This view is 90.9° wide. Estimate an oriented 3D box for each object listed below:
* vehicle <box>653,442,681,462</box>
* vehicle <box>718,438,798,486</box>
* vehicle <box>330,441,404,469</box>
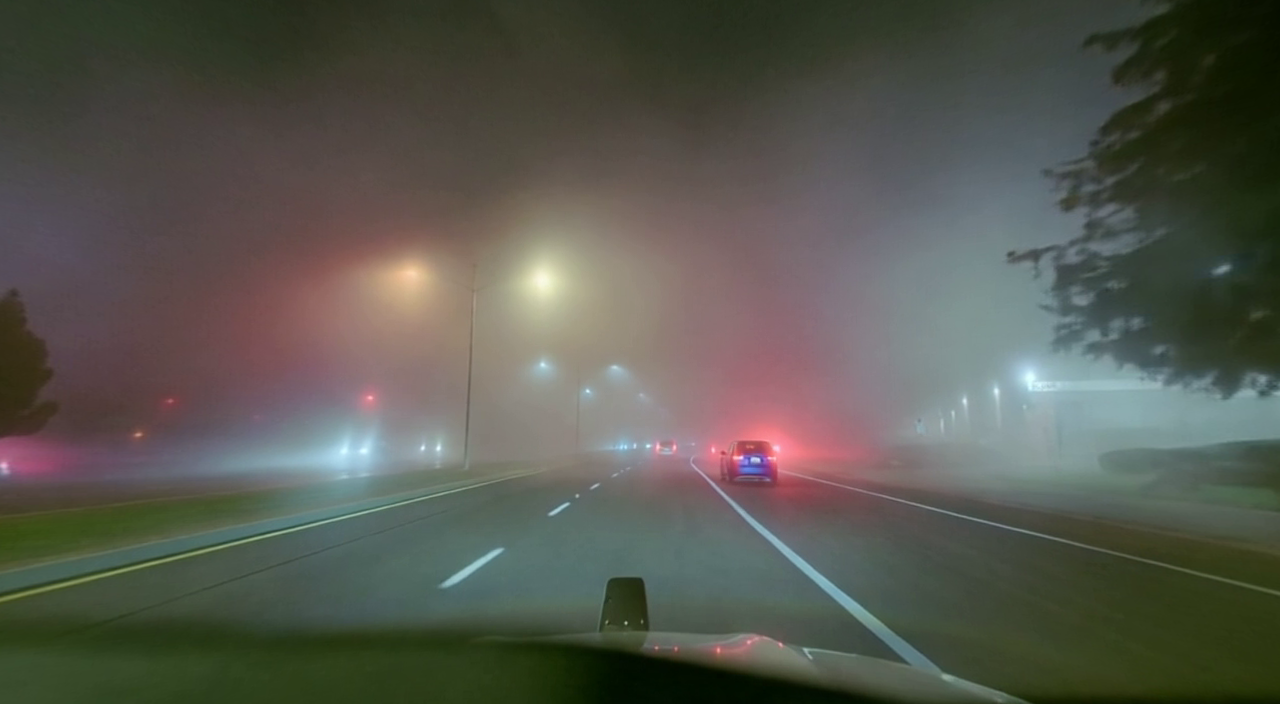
[{"bbox_3d":[2.166,7.902,49.835,2.059,1.477,3.988,-1,-8,5],"label":"vehicle"},{"bbox_3d":[4.025,3.816,22.291,1.981,1.499,4.536,0,-8,0],"label":"vehicle"},{"bbox_3d":[-15.471,5.844,36.022,2.055,1.495,4.772,0,-8,0],"label":"vehicle"}]
